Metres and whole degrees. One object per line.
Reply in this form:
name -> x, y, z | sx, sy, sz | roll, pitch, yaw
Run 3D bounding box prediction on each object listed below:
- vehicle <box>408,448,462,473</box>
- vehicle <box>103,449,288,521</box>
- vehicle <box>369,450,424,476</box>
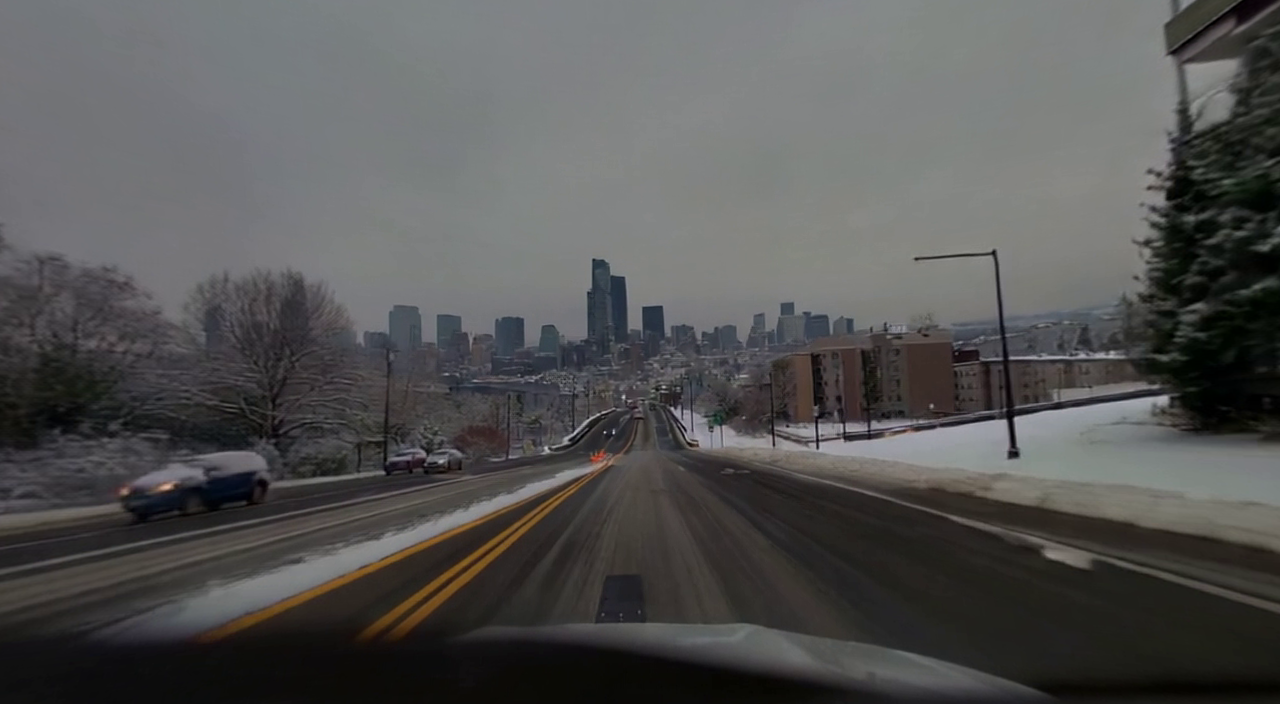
vehicle -> -13.132, 6.971, 40.774 | 1.989, 1.461, 4.426 | 0, -8, 0
vehicle -> -11.425, 3.384, 16.805 | 2.145, 1.559, 4.967 | 2, -9, -12
vehicle -> -17.317, 7.889, 45.114 | 1.992, 1.527, 4.540 | -1, -6, 2
